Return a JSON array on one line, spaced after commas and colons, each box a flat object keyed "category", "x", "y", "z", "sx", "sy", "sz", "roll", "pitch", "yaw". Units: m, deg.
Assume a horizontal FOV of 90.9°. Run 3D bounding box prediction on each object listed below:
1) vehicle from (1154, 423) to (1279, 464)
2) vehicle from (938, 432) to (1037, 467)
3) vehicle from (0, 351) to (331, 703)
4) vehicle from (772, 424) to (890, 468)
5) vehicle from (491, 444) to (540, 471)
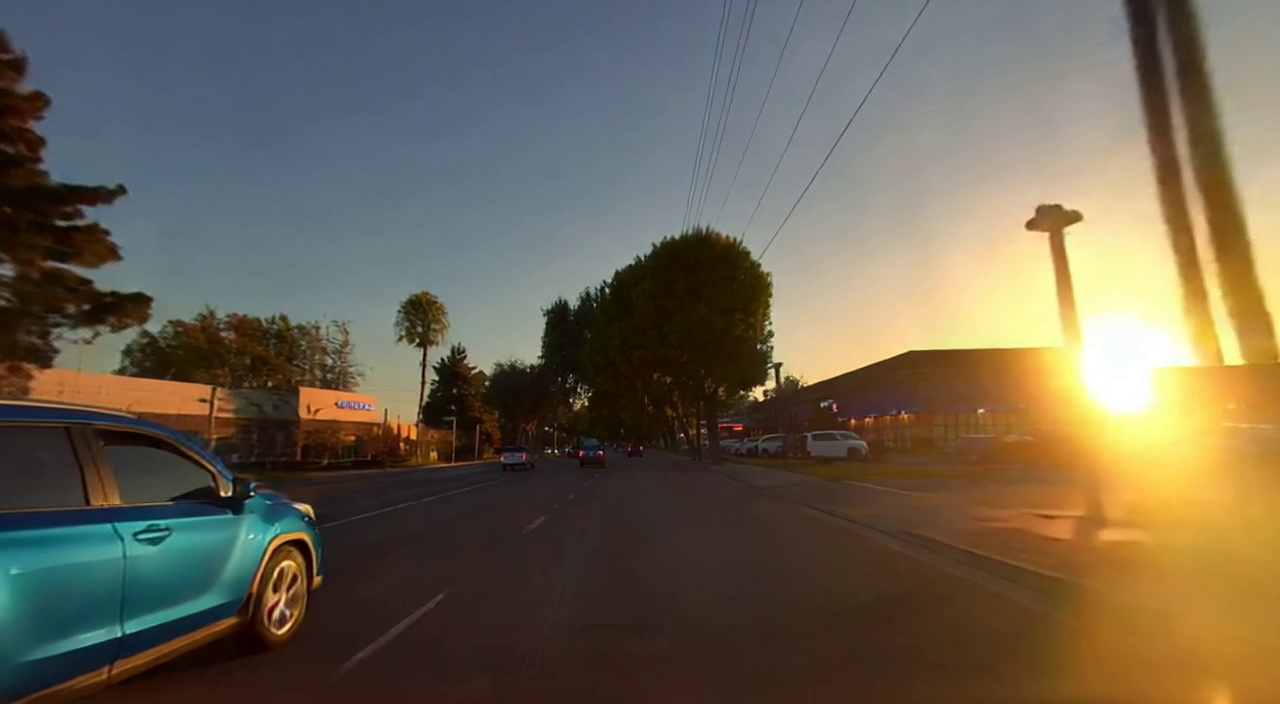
[{"category": "vehicle", "x": 26.780, "y": 4.047, "z": 28.401, "sx": 2.672, "sy": 1.580, "sz": 5.933, "roll": -3, "pitch": -7, "yaw": 6}, {"category": "vehicle", "x": 15.835, "y": 4.472, "z": 29.050, "sx": 2.177, "sy": 1.397, "sz": 4.511, "roll": -3, "pitch": -8, "yaw": 3}, {"category": "vehicle", "x": -3.334, "y": 0.871, "z": 2.464, "sx": 2.127, "sy": 1.654, "sz": 4.121, "roll": 0, "pitch": -8, "yaw": 0}, {"category": "vehicle", "x": 8.870, "y": 4.423, "z": 29.650, "sx": 5.031, "sy": 1.951, "sz": 2.184, "roll": -3, "pitch": -9, "yaw": 15}, {"category": "vehicle", "x": -7.359, "y": 6.263, "z": 37.690, "sx": 1.990, "sy": 1.483, "sz": 4.410, "roll": 0, "pitch": -8, "yaw": 1}]
